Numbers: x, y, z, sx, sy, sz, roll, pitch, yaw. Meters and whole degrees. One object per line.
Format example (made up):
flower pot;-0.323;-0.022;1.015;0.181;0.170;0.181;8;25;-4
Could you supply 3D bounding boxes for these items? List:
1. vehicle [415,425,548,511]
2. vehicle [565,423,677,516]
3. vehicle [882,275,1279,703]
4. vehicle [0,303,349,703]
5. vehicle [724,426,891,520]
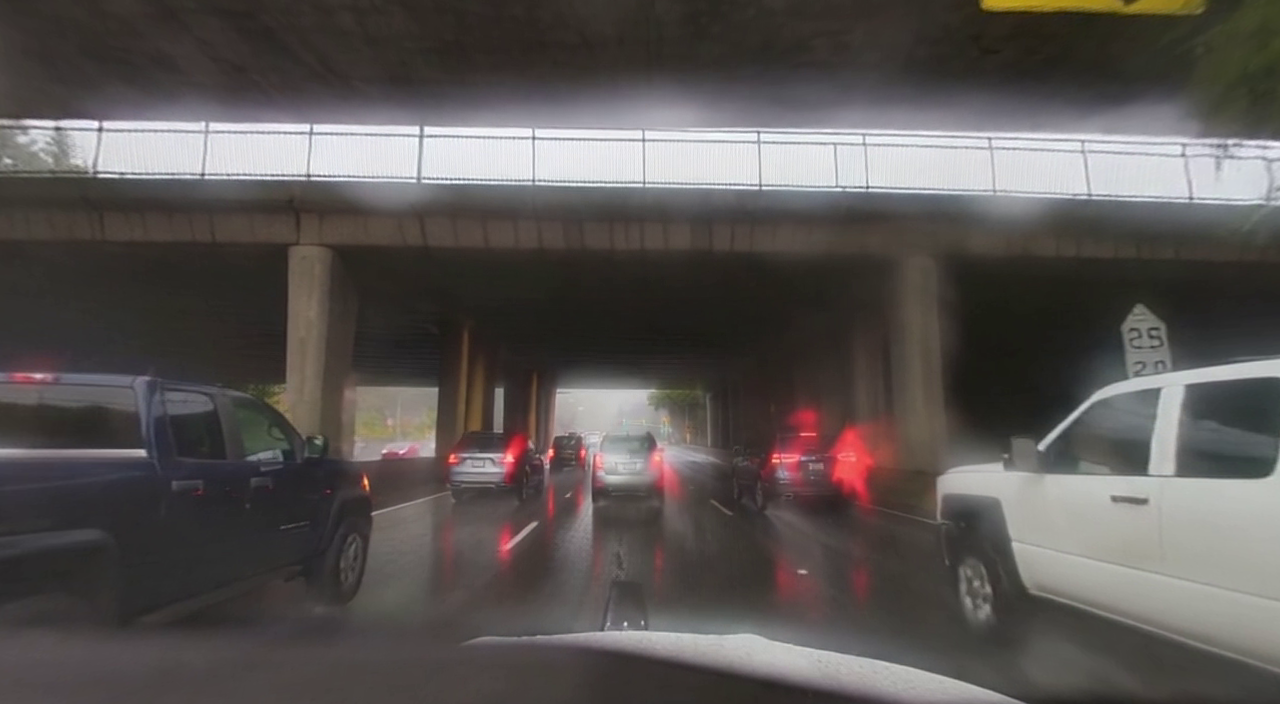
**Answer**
vehicle;-3.496;2.641;14.774;2.127;1.720;4.064;0;-8;-1
vehicle;-0.399;2.507;13.876;2.097;1.748;3.794;0;-8;-1
vehicle;3.702;0.937;4.048;2.401;1.968;4.841;0;-8;1
vehicle;-3.432;0.796;2.771;2.074;1.814;4.596;0;-8;0
vehicle;3.430;2.620;14.307;2.234;1.720;5.378;0;-8;-1
